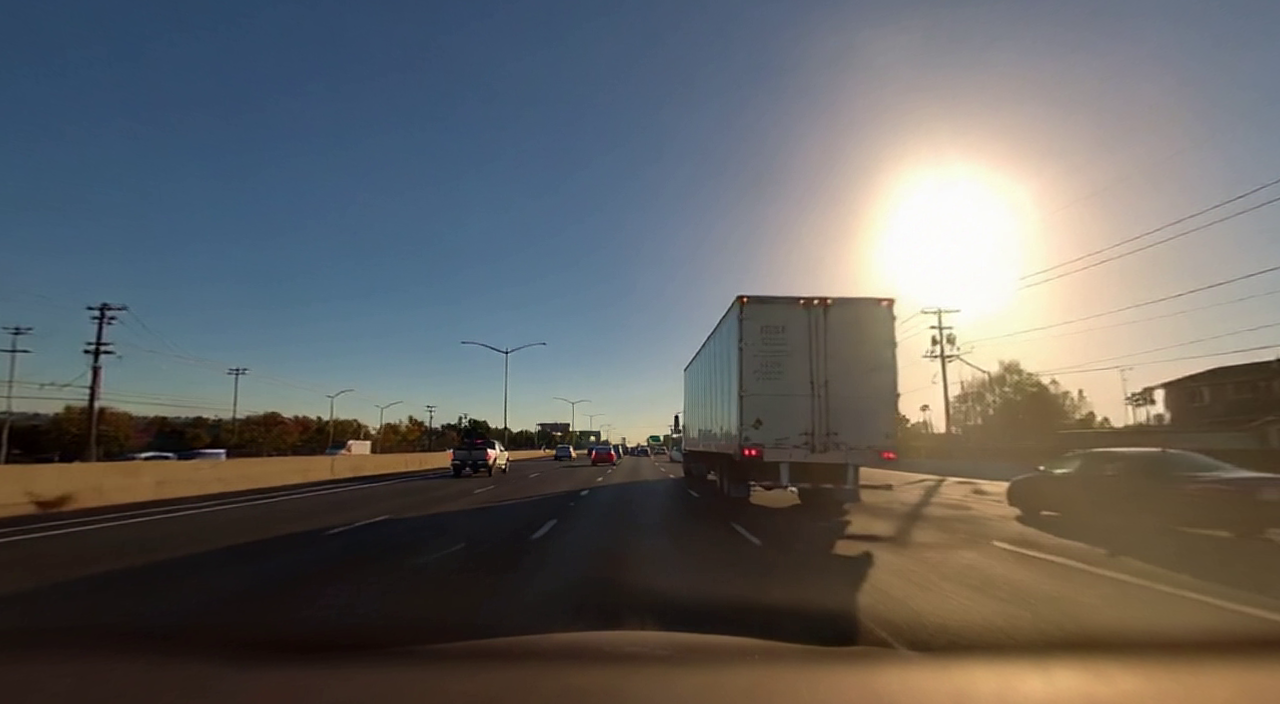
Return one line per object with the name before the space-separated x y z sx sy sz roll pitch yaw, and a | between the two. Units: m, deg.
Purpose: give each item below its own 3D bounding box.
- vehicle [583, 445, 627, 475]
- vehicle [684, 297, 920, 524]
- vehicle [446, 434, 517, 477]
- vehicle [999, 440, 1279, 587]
vehicle | -1.809 5.789 33.991 2.060 1.508 4.308 0 -9 1
vehicle | 3.175 1.844 16.767 3.045 3.923 11.834 0 -9 0
vehicle | -7.345 4.855 29.700 2.147 1.825 4.602 0 -9 0
vehicle | 7.396 2.015 8.840 1.953 1.488 4.631 0 -9 0
